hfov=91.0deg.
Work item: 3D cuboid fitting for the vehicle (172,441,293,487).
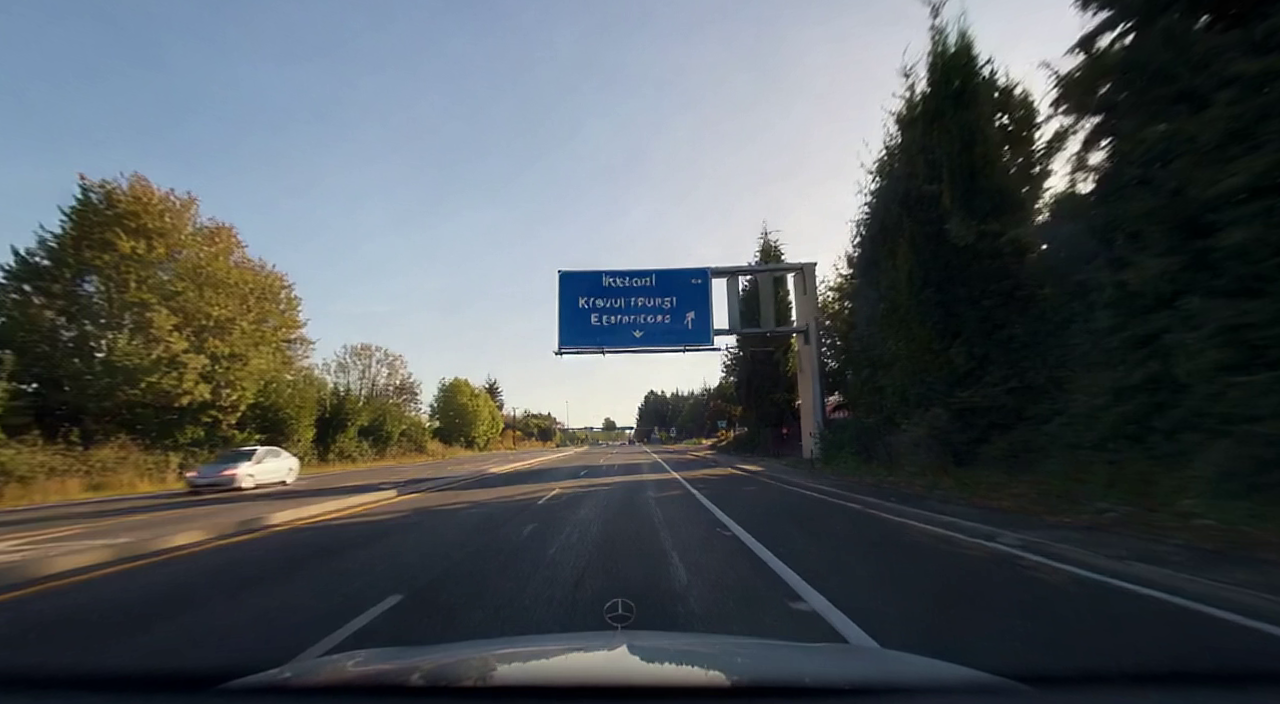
[{"bbox_3d":[-14.493,3.978,22.683,1.920,1.490,3.720,0,-8,-2],"label":"vehicle"}]
